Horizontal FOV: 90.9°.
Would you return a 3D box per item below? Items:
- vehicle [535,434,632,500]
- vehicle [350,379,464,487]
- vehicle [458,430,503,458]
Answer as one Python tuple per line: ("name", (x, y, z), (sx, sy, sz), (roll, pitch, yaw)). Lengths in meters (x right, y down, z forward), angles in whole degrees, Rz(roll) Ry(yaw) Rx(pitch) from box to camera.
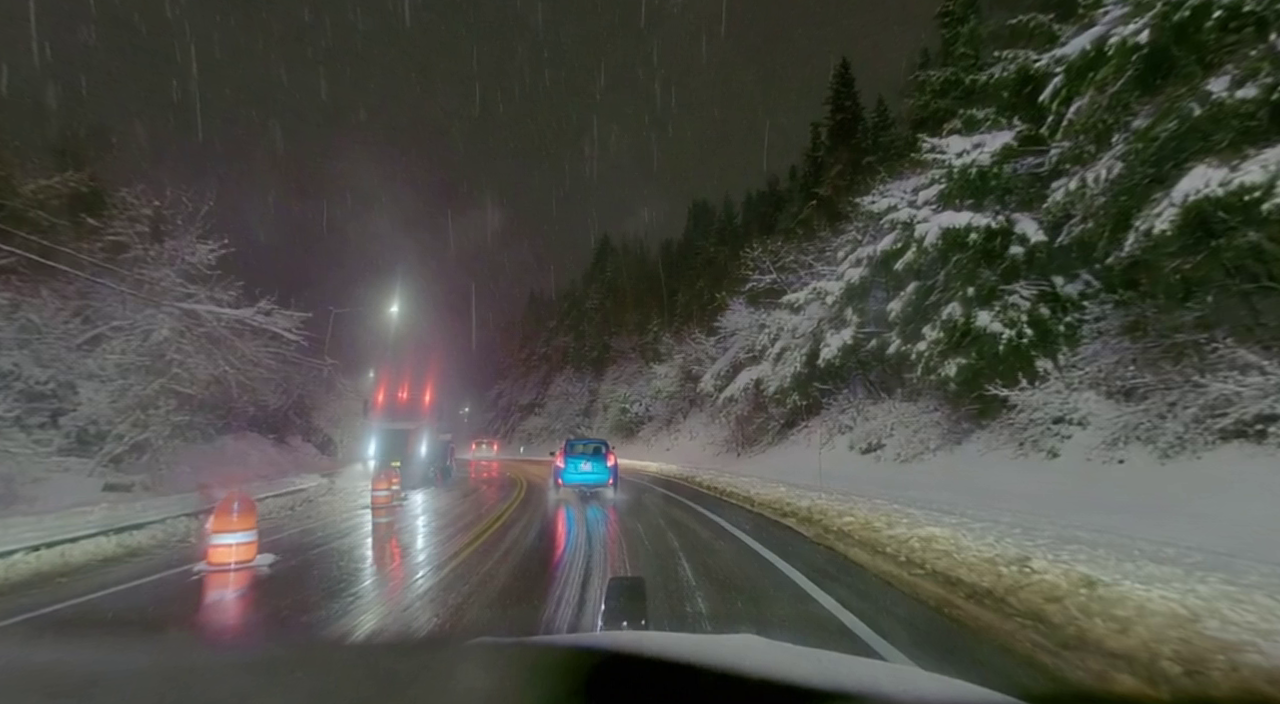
("vehicle", (-1.640, 2.985, 16.789), (2.259, 1.503, 4.075), (1, -9, -9))
("vehicle", (-7.657, 2.778, 21.391), (2.364, 3.191, 4.942), (1, -8, -6))
("vehicle", (-12.392, 7.130, 48.712), (2.376, 2.051, 5.598), (4, -9, -23))
